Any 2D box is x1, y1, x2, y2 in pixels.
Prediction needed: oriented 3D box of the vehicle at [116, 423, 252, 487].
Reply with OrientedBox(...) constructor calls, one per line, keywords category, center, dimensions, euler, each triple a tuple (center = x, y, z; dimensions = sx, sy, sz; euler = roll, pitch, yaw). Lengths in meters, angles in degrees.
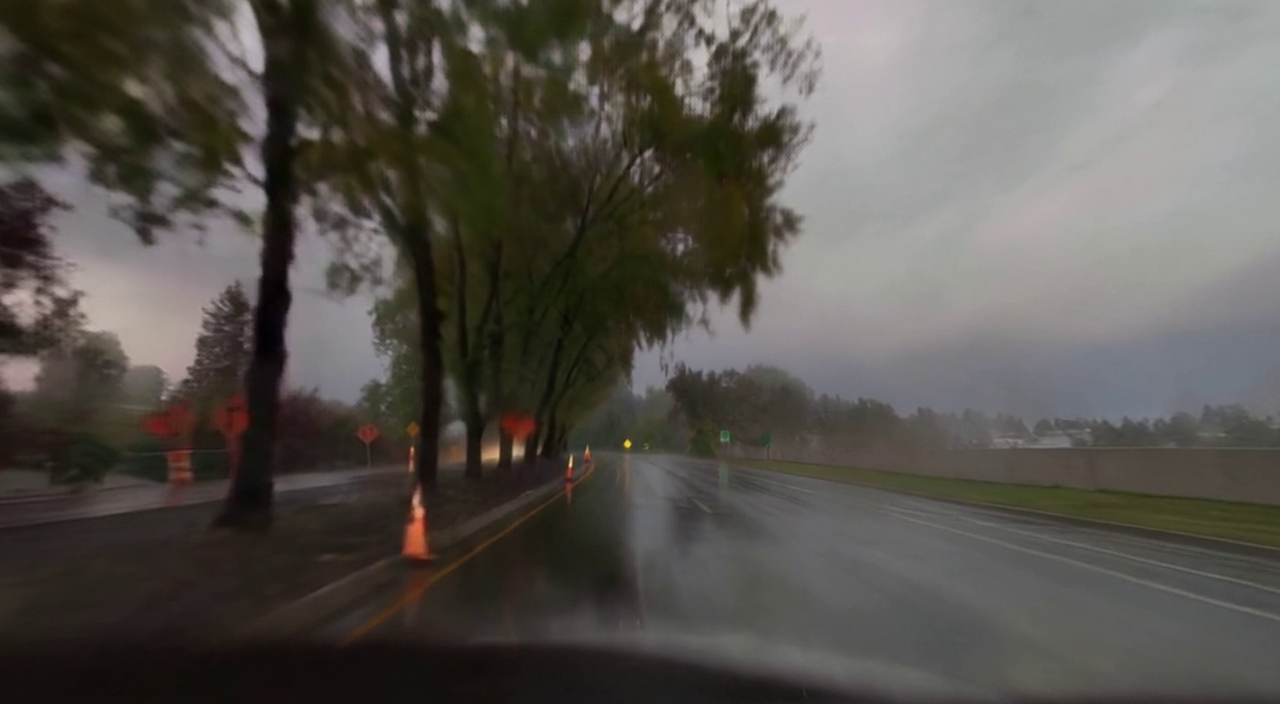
OrientedBox(category="vehicle", center=(-15.724, 3.561, 22.032), dimensions=(2.340, 2.062, 3.192), euler=(0, -8, -3))
